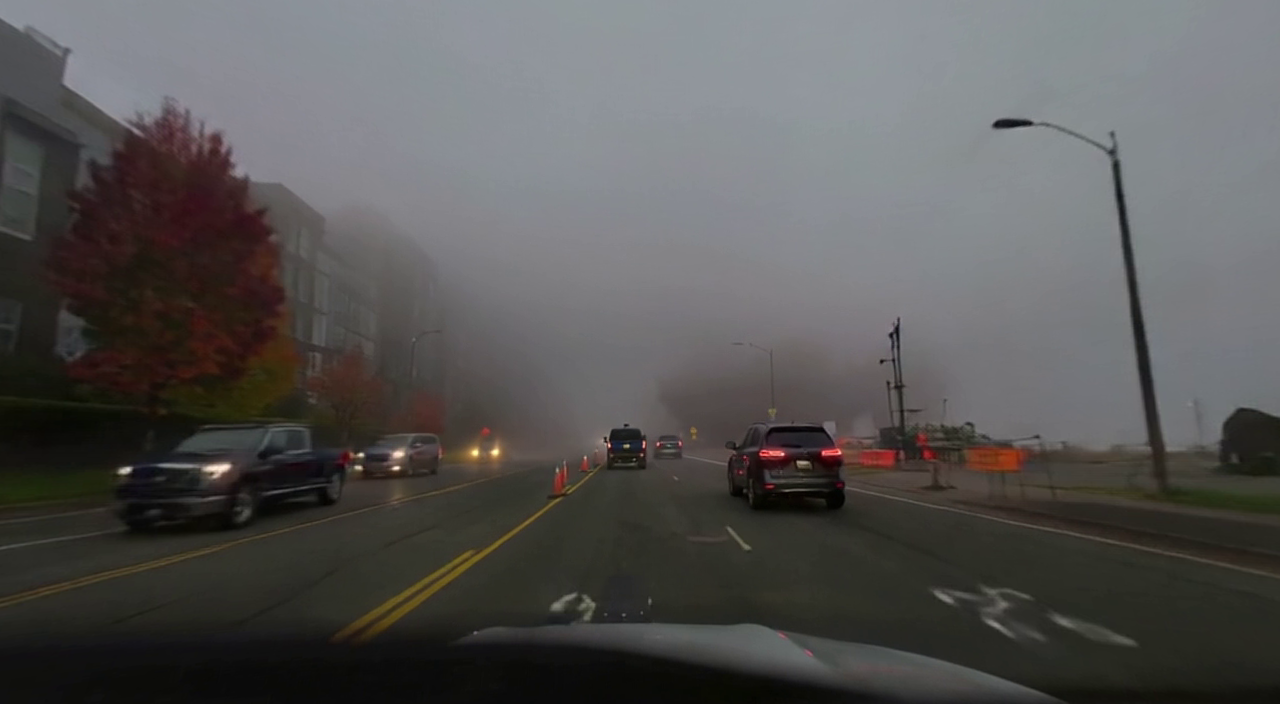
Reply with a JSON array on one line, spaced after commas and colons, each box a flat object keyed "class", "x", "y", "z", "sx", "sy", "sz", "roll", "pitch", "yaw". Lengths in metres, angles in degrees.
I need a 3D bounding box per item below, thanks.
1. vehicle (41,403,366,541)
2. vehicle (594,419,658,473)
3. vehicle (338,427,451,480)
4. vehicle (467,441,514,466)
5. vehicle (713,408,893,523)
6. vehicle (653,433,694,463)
[{"class": "vehicle", "x": -7.679, "y": 2.170, "z": 12.139, "sx": 2.296, "sy": 1.911, "sz": 5.688, "roll": -2, "pitch": -8, "yaw": -1}, {"class": "vehicle", "x": -0.701, "y": 4.578, "z": 30.572, "sx": 2.762, "sy": 2.309, "sz": 6.723, "roll": 0, "pitch": -8, "yaw": -2}, {"class": "vehicle", "x": -9.788, "y": 4.109, "z": 25.571, "sx": 2.192, "sy": 1.923, "sz": 4.970, "roll": -1, "pitch": -9, "yaw": 5}, {"class": "vehicle", "x": -9.709, "y": 6.607, "z": 41.123, "sx": 1.997, "sy": 1.512, "sz": 4.322, "roll": 0, "pitch": -8, "yaw": 1}, {"class": "vehicle", "x": 2.942, "y": 2.232, "z": 12.903, "sx": 2.120, "sy": 1.828, "sz": 5.531, "roll": 0, "pitch": -8, "yaw": -1}, {"class": "vehicle", "x": 2.199, "y": 6.486, "z": 42.541, "sx": 2.187, "sy": 1.835, "sz": 5.471, "roll": 0, "pitch": -8, "yaw": -3}]
